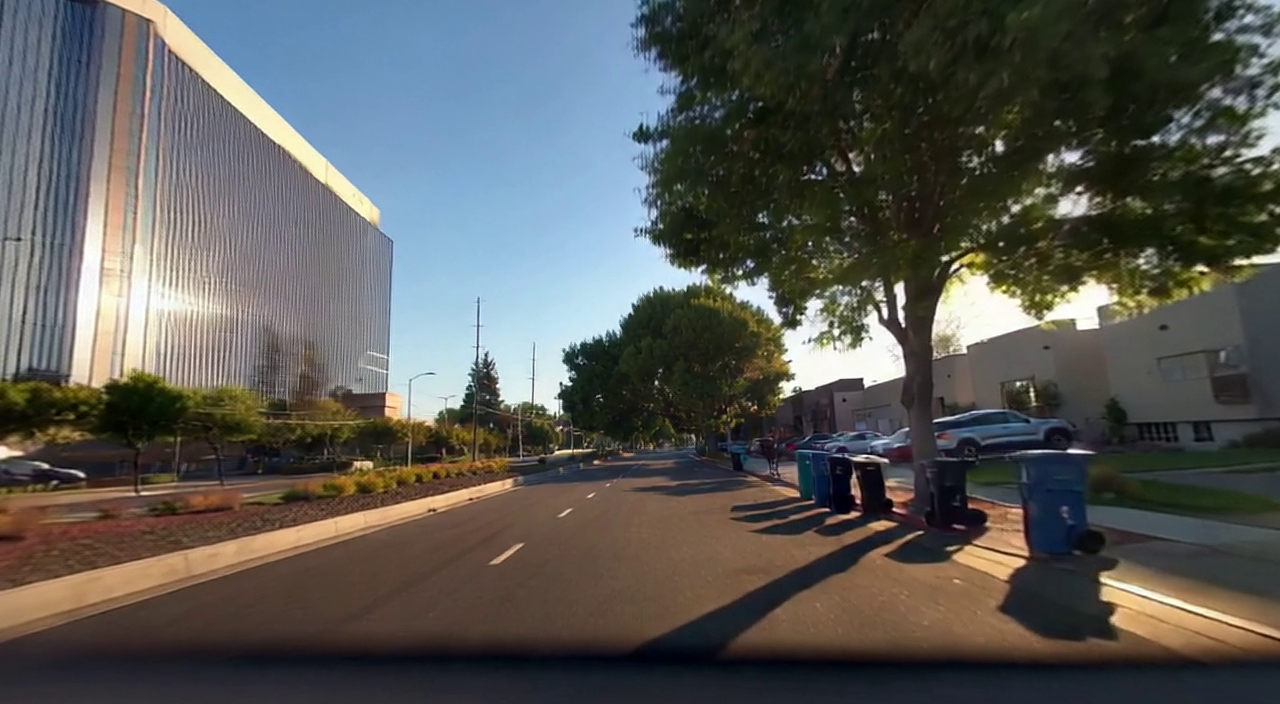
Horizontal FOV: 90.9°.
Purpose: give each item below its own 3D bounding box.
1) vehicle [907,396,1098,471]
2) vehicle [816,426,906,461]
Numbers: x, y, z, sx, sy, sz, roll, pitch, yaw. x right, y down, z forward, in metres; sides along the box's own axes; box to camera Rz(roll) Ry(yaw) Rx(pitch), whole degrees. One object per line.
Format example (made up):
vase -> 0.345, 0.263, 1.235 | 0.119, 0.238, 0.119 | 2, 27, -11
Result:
vehicle -> 12.537, 2.871, 22.158 | 5.136, 1.945, 2.153 | -7, -9, 3
vehicle -> 13.021, 5.407, 37.320 | 4.478, 1.578, 1.944 | -6, -9, 2
